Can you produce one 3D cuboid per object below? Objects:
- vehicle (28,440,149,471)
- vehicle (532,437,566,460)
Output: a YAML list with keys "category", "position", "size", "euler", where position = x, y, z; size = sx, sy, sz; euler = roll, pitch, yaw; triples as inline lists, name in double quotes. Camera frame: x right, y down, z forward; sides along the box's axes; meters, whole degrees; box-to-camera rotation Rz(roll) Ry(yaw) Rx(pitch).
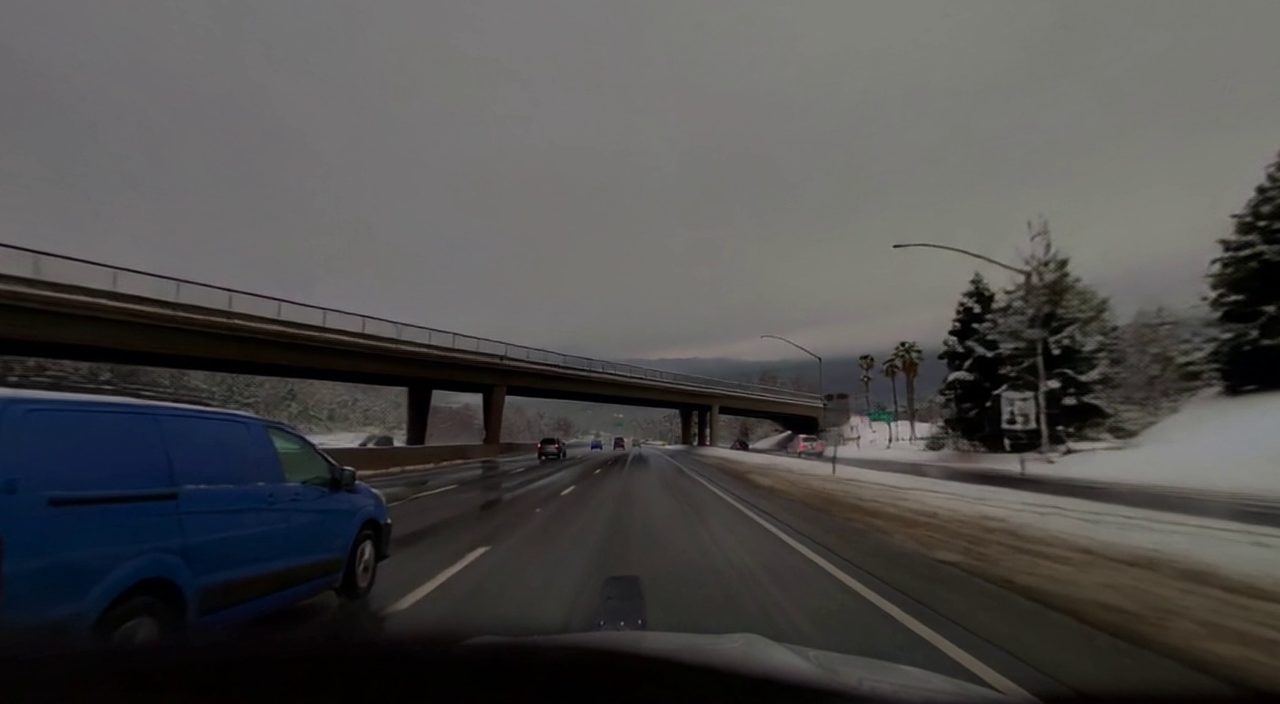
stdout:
- category: "vehicle"
  position: [-27.678, 5.181, 31.753]
  size: [2.002, 1.469, 4.721]
  euler: [1, -8, -3]
- category: "vehicle"
  position: [-6.898, 7.372, 48.023]
  size: [1.935, 1.633, 3.955]
  euler: [0, -8, 1]
